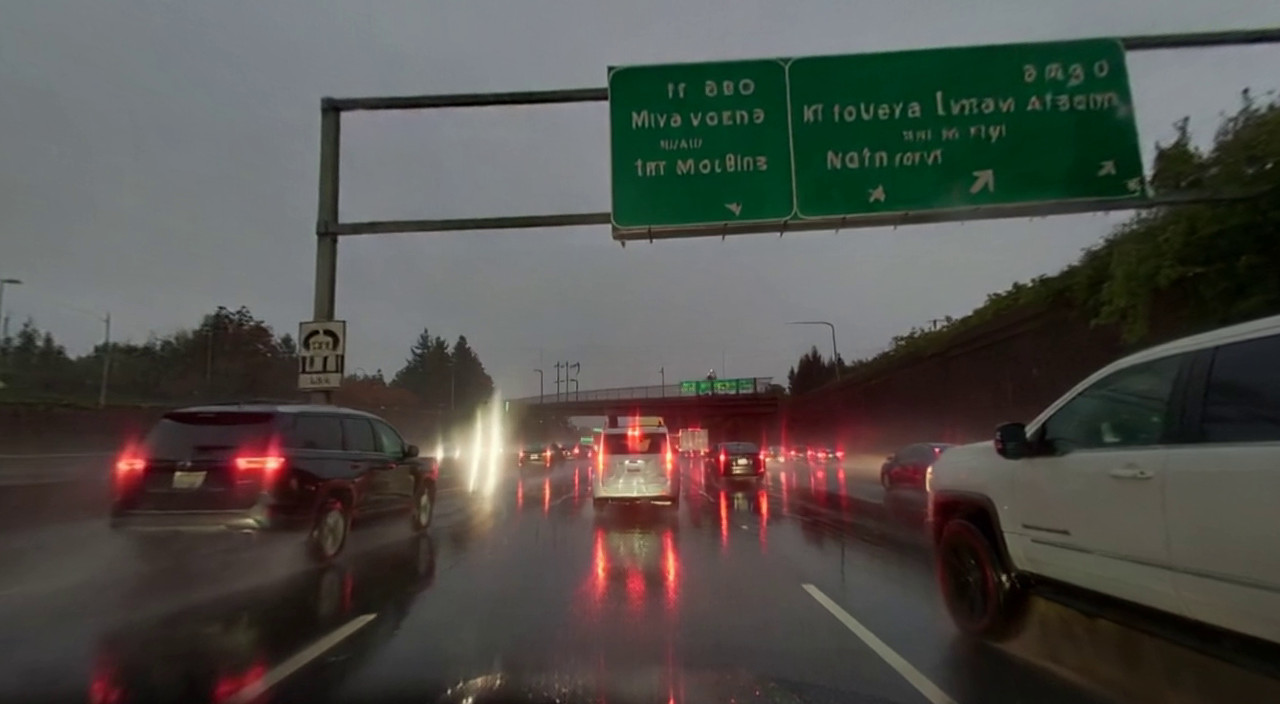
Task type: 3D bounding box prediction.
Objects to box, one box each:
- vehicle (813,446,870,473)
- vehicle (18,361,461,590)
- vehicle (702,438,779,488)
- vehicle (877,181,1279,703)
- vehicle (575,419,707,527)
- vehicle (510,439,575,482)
[{"bbox_3d":[12.169,6.506,38.344,1.797,1.557,4.653,1,-9,-2],"label":"vehicle"},{"bbox_3d":[-4.573,1.589,8.920,2.212,2.101,6.052,0,-9,0],"label":"vehicle"},{"bbox_3d":[3.546,4.025,23.124,2.022,1.633,4.651,1,-9,-1],"label":"vehicle"},{"bbox_3d":[3.476,0.695,3.439,2.300,2.242,5.327,0,-9,0],"label":"vehicle"},{"bbox_3d":[0.040,2.320,12.588,2.181,1.756,4.167,0,-9,0],"label":"vehicle"},{"bbox_3d":[-4.106,4.649,27.257,1.982,1.655,4.604,0,-9,1],"label":"vehicle"}]
